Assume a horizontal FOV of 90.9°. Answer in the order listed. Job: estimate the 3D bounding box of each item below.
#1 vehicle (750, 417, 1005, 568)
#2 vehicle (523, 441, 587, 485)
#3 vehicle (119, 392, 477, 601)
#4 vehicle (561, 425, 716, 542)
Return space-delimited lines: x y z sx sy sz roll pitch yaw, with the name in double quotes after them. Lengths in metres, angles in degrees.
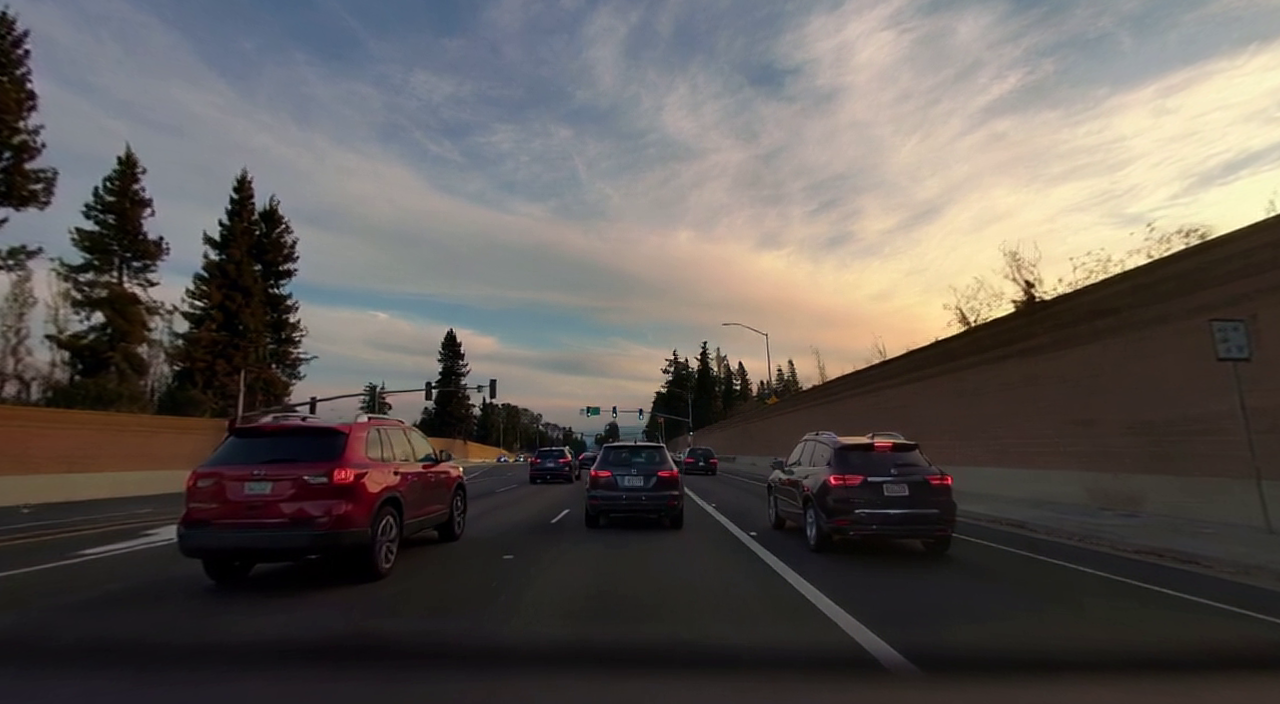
3.081 1.911 9.370 2.029 1.702 4.281 0 -8 -1 "vehicle"
-3.667 4.886 28.128 2.067 1.759 4.631 0 -8 2 "vehicle"
-3.727 1.654 8.098 2.070 1.913 4.450 0 -8 0 "vehicle"
-0.008 2.201 11.182 2.245 1.677 3.913 0 -8 0 "vehicle"
